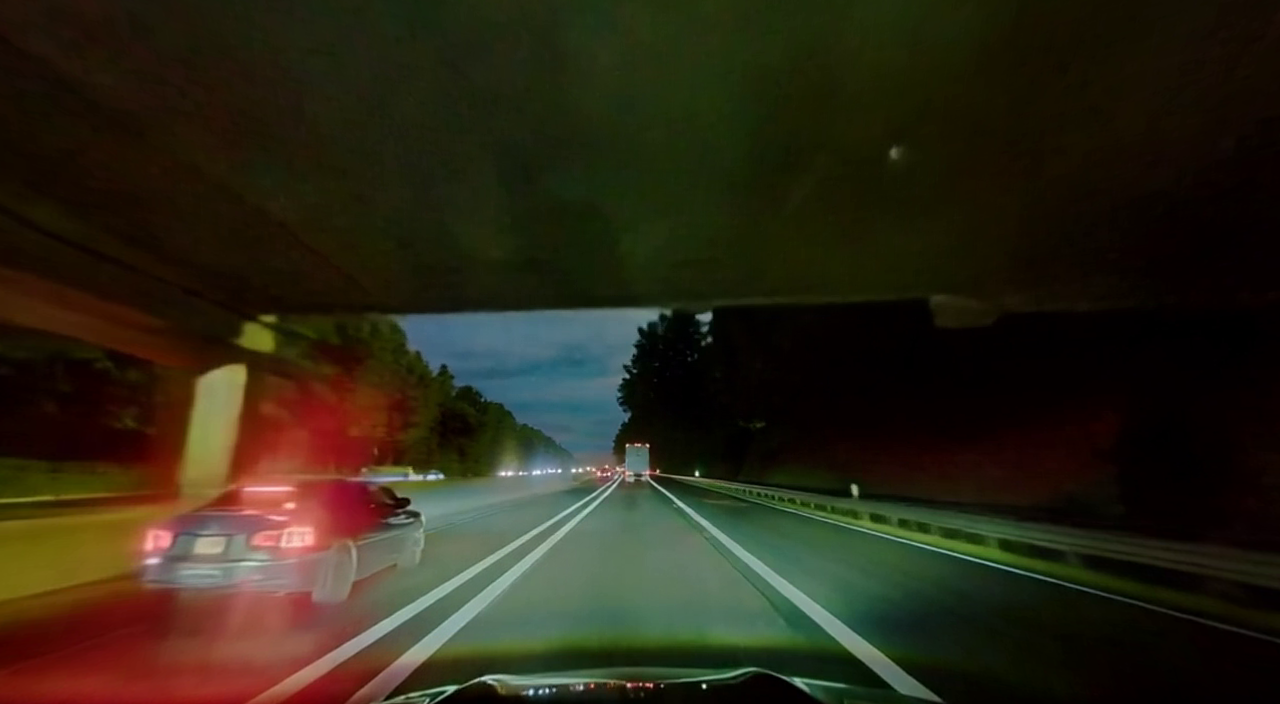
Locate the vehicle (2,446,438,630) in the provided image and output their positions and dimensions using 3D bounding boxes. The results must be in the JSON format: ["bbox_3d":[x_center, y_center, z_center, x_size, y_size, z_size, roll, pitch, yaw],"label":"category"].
[{"bbox_3d":[-4.249,1.983,7.663,1.950,1.460,4.812,1,-11,0],"label":"vehicle"}]
